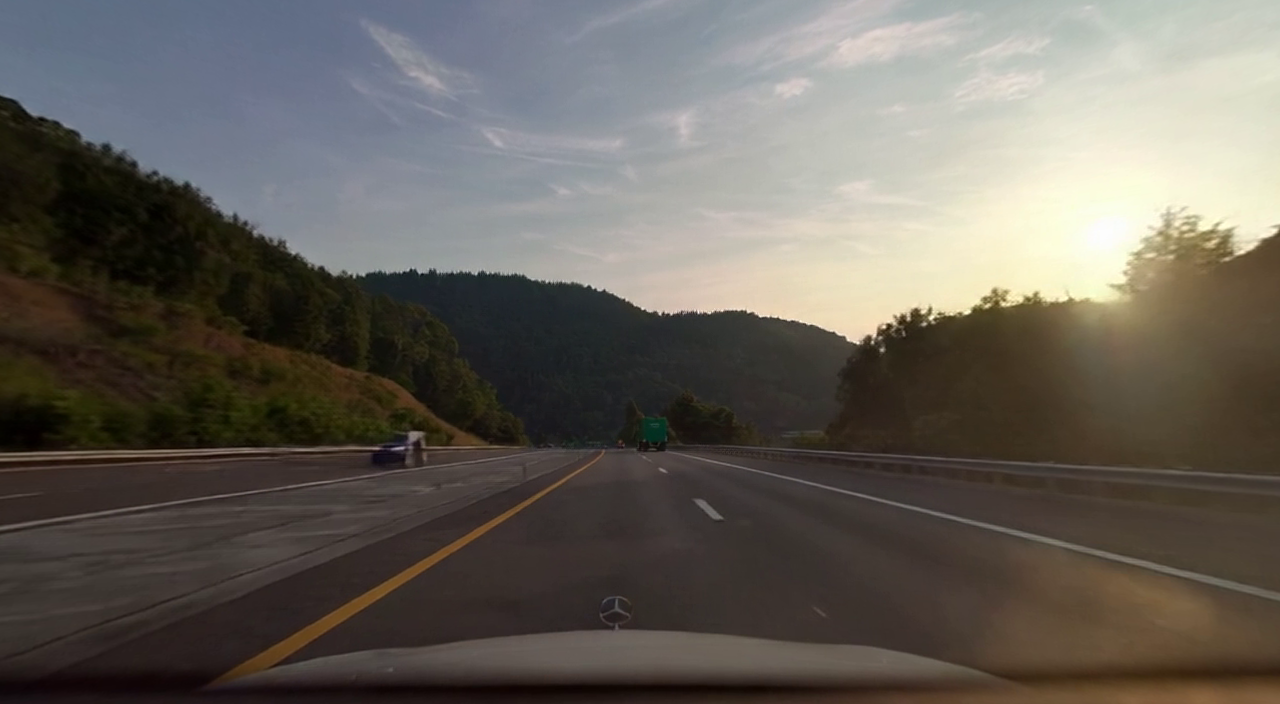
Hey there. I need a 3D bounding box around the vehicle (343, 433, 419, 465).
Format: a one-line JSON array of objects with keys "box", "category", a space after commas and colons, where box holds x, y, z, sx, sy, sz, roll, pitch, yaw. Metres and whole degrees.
[{"box": [-13.106, 4.933, 32.184, 1.958, 1.518, 4.754, 0, -8, -1], "category": "vehicle"}]
